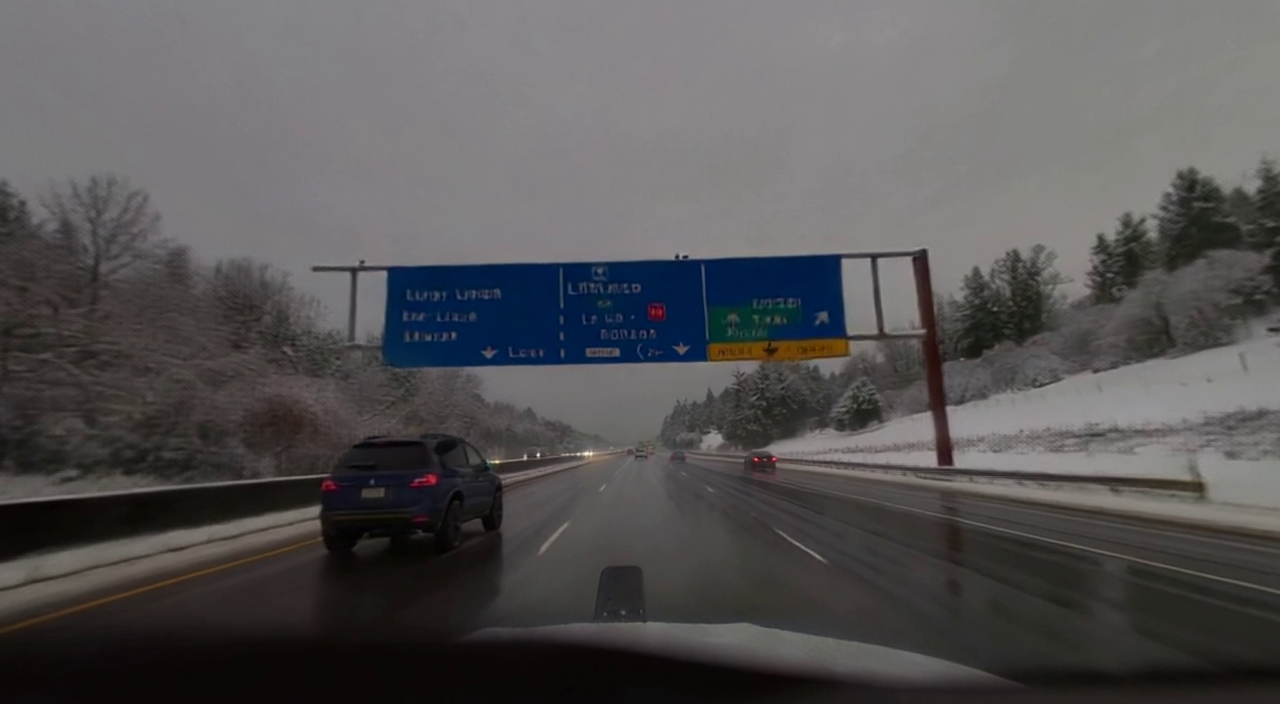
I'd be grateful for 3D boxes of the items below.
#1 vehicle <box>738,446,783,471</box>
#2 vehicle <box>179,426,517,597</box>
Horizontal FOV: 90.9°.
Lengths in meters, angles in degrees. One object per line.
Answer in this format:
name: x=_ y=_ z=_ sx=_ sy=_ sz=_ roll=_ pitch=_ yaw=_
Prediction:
vehicle: x=7.735 y=6.907 z=40.925 sx=1.943 sy=1.493 sz=4.507 roll=0 pitch=-9 yaw=-1
vehicle: x=-3.128 y=1.811 z=8.048 sx=2.191 sy=1.563 sz=4.318 roll=0 pitch=-9 yaw=1
